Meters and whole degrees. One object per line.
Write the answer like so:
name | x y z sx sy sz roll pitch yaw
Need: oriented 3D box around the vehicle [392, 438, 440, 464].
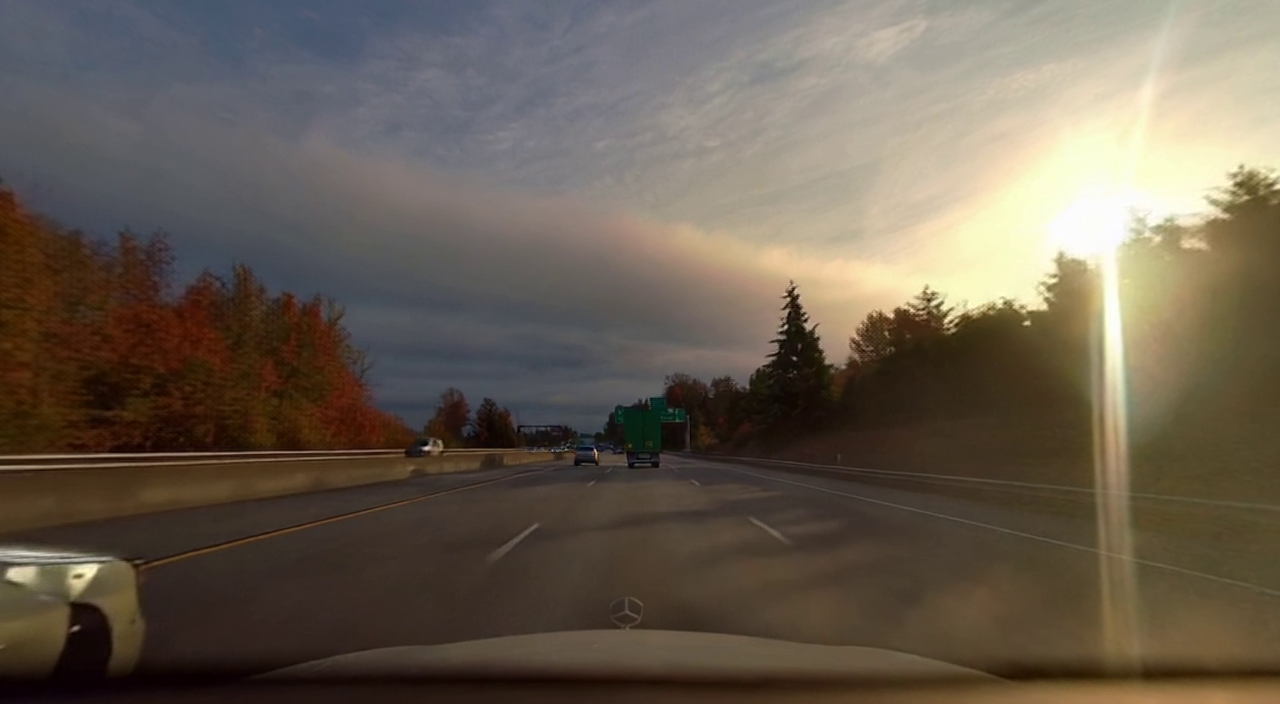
vehicle | -17.055 7.577 48.255 2.073 1.817 4.402 0 -9 0

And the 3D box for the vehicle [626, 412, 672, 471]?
vehicle | 0.473 6.288 43.841 2.893 3.628 9.081 0 -9 -1
